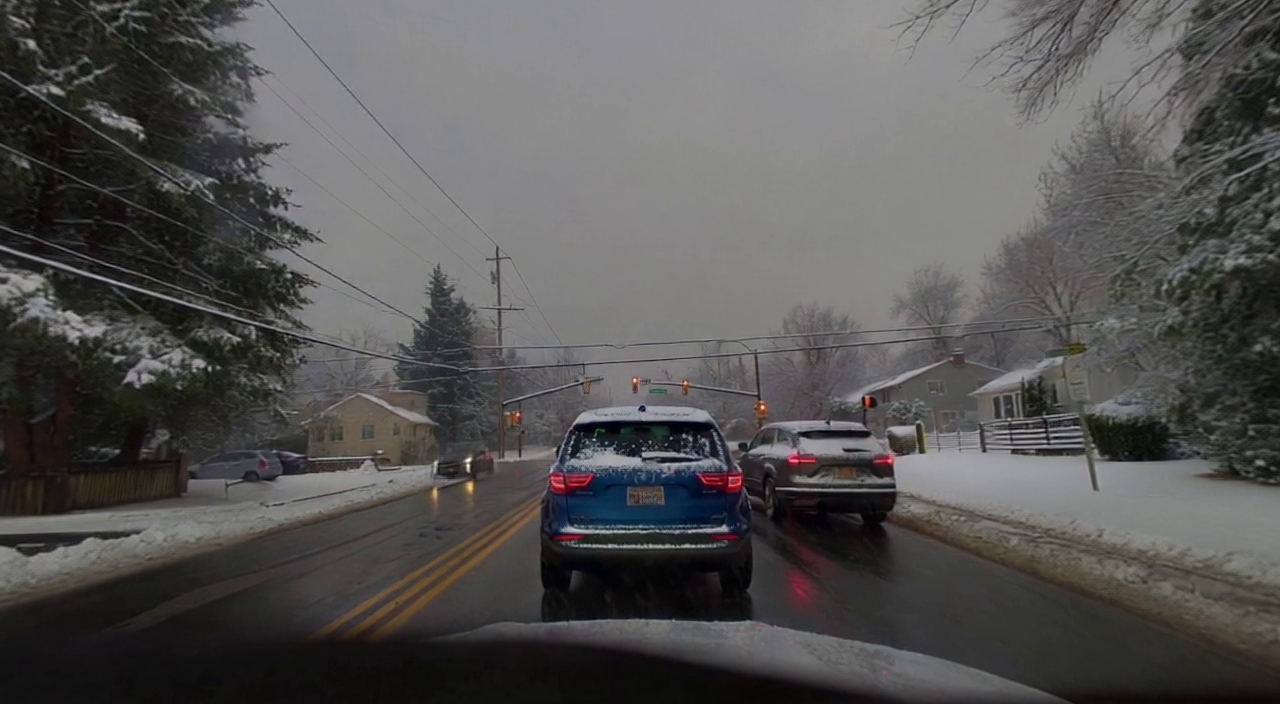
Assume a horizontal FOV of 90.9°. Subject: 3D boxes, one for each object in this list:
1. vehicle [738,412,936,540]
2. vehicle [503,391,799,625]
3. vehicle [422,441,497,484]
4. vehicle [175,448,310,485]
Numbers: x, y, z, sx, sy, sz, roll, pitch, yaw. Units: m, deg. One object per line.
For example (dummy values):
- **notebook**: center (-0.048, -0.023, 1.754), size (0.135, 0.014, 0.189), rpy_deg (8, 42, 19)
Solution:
- **vehicle**: center (3.081, 2.039, 10.958), size (1.967, 1.756, 4.281), rpy_deg (0, -8, -1)
- **vehicle**: center (0.060, 1.437, 6.736), size (2.151, 1.695, 4.100), rpy_deg (0, -8, -1)
- **vehicle**: center (-7.537, 4.638, 26.734), size (1.985, 1.672, 3.960), rpy_deg (0, -8, 0)
- **vehicle**: center (-16.123, 4.645, 25.722), size (4.245, 1.446, 1.827), rpy_deg (0, -8, 1)
